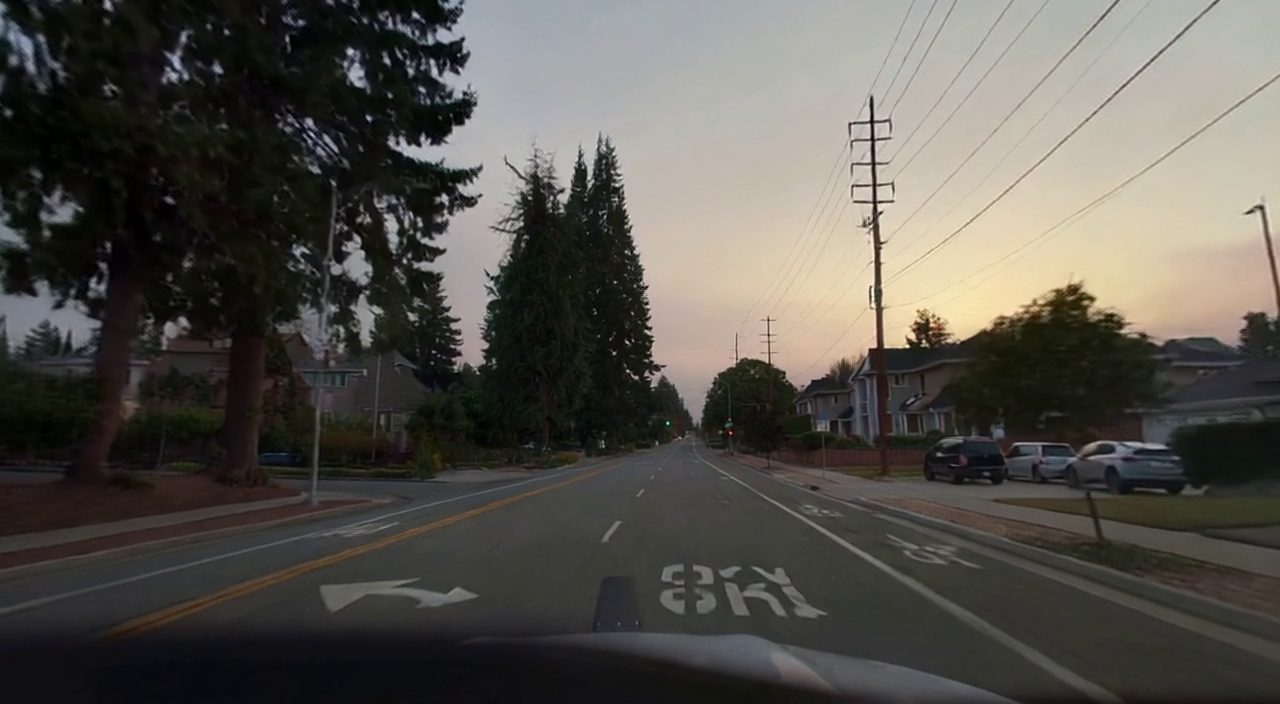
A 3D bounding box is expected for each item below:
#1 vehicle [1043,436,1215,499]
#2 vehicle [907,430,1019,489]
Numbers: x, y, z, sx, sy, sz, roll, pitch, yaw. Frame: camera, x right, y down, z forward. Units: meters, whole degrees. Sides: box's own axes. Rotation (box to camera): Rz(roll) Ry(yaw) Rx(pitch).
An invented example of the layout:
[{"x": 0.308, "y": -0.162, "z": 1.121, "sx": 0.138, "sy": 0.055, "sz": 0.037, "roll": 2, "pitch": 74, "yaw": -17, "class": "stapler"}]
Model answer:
[{"x": 15.006, "y": 3.534, "z": 19.741, "sx": 1.935, "sy": 1.683, "sz": 4.669, "roll": 0, "pitch": -9, "yaw": 5, "class": "vehicle"}, {"x": 11.909, "y": 3.991, "z": 23.637, "sx": 1.912, "sy": 1.953, "sz": 4.651, "roll": 0, "pitch": -9, "yaw": 3, "class": "vehicle"}]
